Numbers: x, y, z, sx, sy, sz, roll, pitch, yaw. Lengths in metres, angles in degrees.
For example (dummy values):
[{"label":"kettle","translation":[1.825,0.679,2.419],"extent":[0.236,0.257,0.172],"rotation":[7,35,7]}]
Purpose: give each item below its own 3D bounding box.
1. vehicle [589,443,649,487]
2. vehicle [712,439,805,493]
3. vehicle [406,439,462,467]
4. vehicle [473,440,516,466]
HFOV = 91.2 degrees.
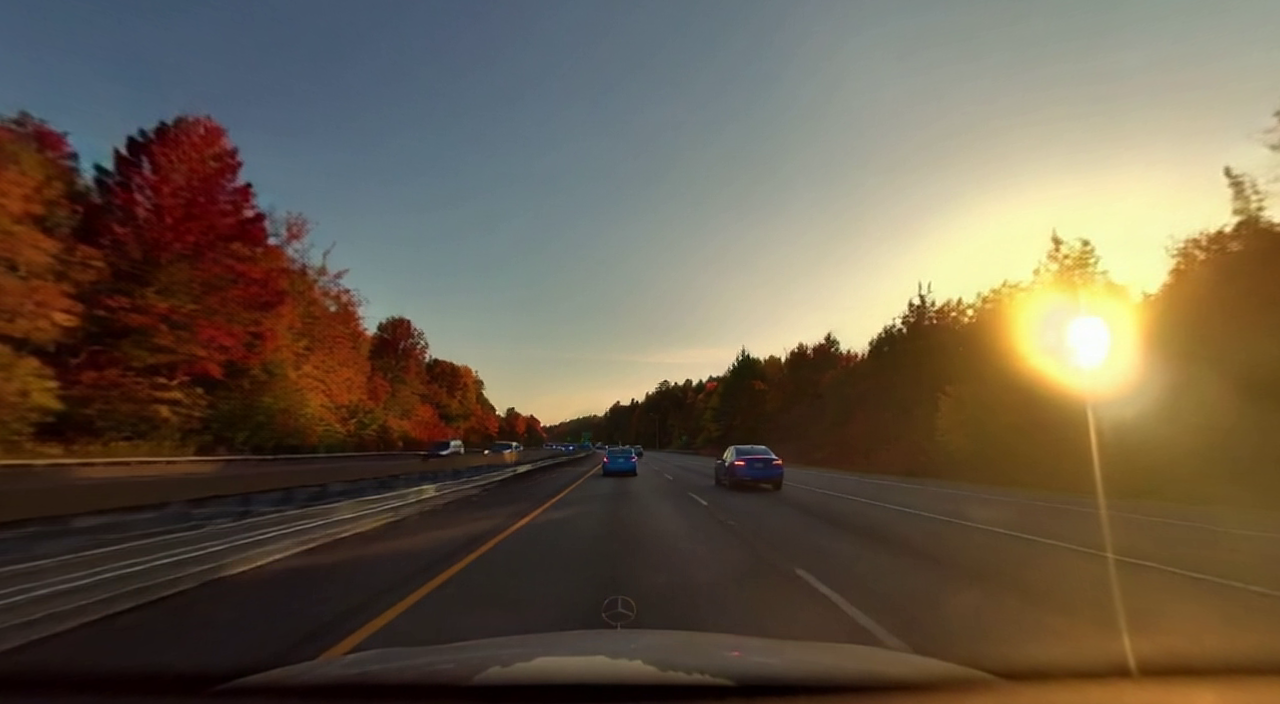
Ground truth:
[{"label":"vehicle","translation":[-0.776,4.381,24.633],"extent":[2.128,1.516,4.410],"rotation":[0,-9,-1]},{"label":"vehicle","translation":[3.785,3.741,20.919],"extent":[2.300,1.595,4.144],"rotation":[-1,-9,0]},{"label":"vehicle","translation":[-13.783,6.771,42.156],"extent":[2.213,1.731,4.671],"rotation":[0,-9,-1]},{"label":"vehicle","translation":[-10.277,7.159,44.511],"extent":[2.044,1.661,4.534],"rotation":[0,-9,-1]}]
